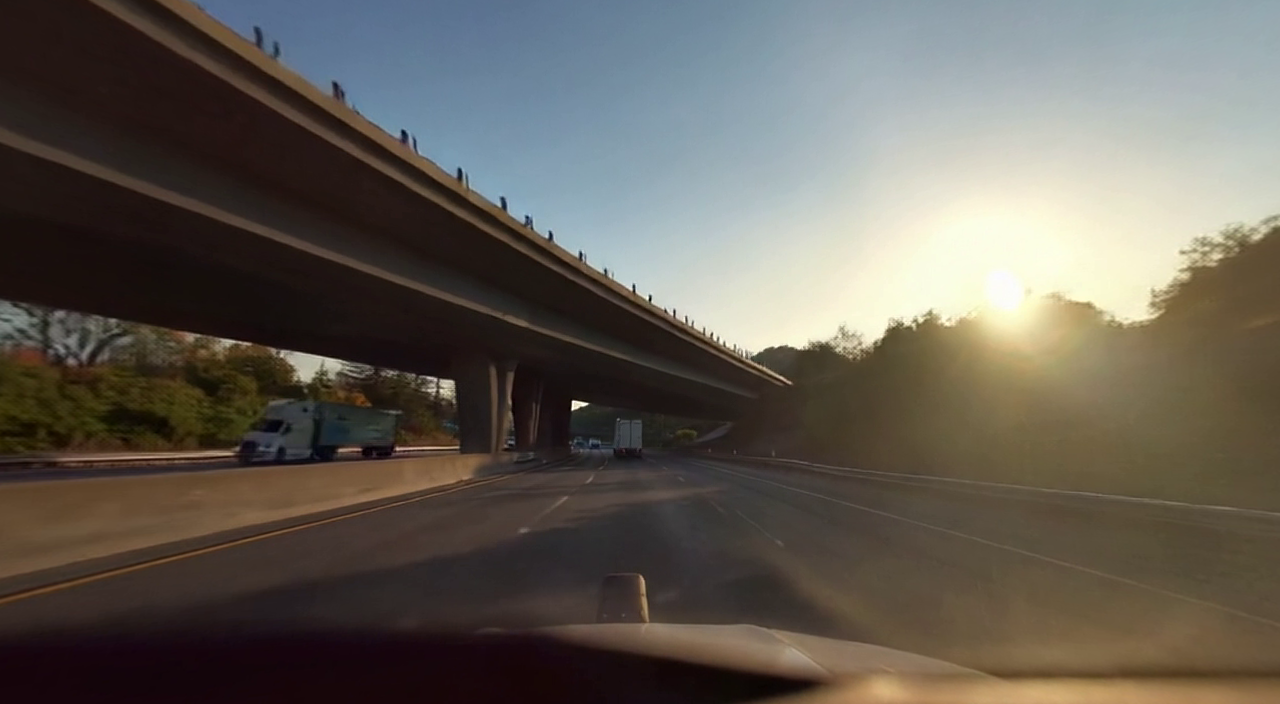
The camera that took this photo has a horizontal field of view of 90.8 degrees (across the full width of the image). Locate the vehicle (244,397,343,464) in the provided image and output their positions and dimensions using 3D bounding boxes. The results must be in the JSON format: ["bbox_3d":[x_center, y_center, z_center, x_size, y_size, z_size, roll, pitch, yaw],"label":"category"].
[{"bbox_3d":[-21.732,5.074,39.988,2.984,3.924,5.928,0,-9,-3],"label":"vehicle"}]
